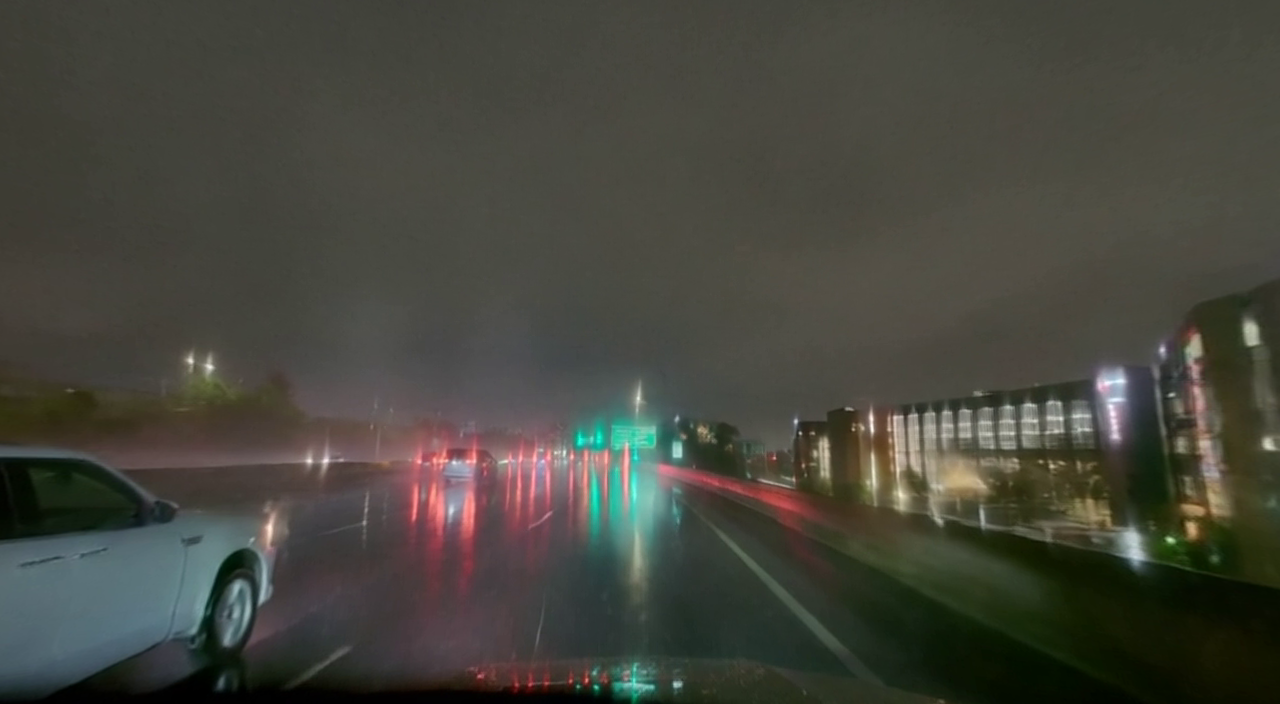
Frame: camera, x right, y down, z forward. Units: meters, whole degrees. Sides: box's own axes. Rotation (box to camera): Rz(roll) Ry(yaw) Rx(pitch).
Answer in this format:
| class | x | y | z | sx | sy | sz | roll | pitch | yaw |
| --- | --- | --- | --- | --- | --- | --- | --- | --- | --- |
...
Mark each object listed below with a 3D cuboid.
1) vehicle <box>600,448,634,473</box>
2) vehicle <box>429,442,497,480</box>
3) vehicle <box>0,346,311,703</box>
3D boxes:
| class | x | y | z | sx | sy | sz | roll | pitch | yaw |
| --- | --- | --- | --- | --- | --- | --- | --- | --- | --- |
| vehicle | -1.487 | 7.013 | 41.035 | 2.110 | 1.501 | 4.319 | 0 | -9 | -2 |
| vehicle | -8.500 | 5.248 | 30.664 | 2.065 | 1.689 | 4.399 | 0 | -9 | -1 |
| vehicle | -3.611 | 0.846 | 2.522 | 2.036 | 1.717 | 4.592 | 0 | -9 | 1 |
